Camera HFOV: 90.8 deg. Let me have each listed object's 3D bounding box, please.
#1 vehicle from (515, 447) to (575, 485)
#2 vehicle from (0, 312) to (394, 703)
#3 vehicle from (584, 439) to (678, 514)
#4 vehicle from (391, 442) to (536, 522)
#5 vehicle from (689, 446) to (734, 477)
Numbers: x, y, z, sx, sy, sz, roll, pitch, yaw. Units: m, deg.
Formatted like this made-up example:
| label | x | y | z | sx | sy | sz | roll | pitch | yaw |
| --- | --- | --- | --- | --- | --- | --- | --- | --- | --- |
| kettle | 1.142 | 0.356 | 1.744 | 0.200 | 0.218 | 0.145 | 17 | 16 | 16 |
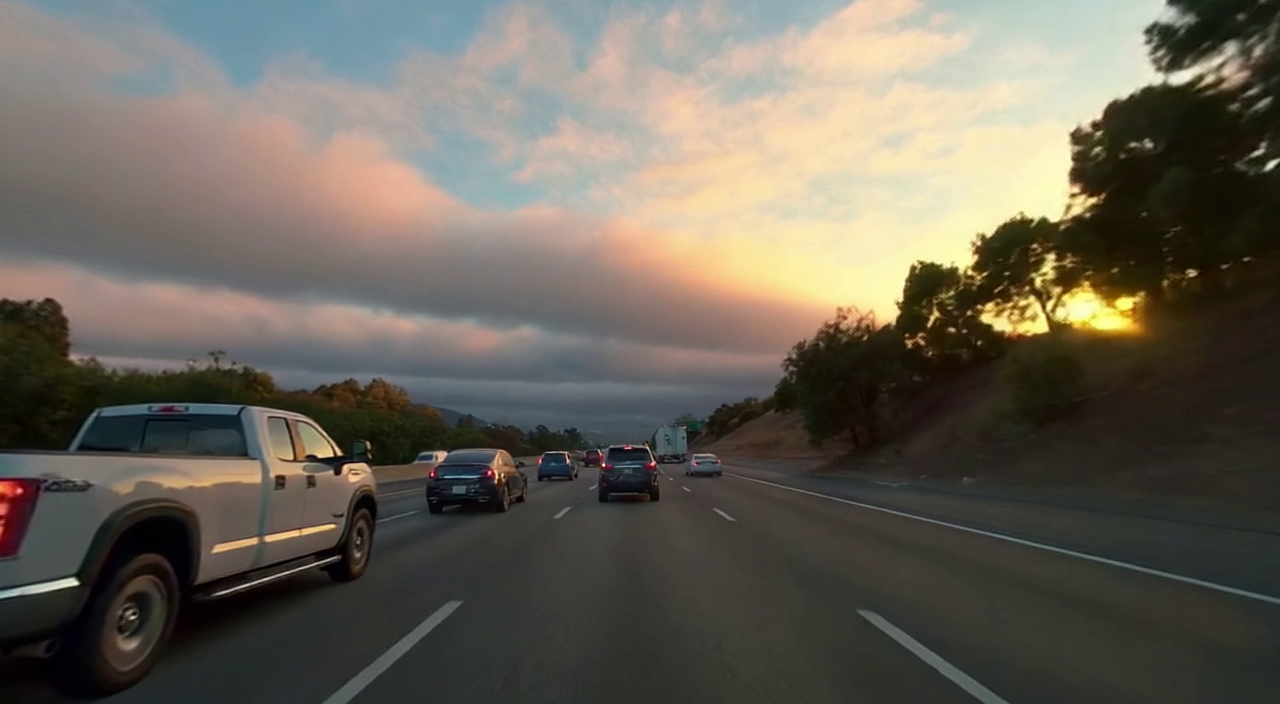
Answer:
| label | x | y | z | sx | sy | sz | roll | pitch | yaw |
| --- | --- | --- | --- | --- | --- | --- | --- | --- | --- |
| vehicle | -3.965 | 4.846 | 27.054 | 1.999 | 1.484 | 4.269 | 0 | -9 | -1 |
| vehicle | -3.886 | 1.070 | 4.532 | 2.243 | 1.889 | 4.949 | 0 | -9 | 0 |
| vehicle | -0.207 | 2.922 | 15.200 | 1.996 | 1.574 | 3.426 | 0 | -9 | 0 |
| vehicle | -3.733 | 2.824 | 14.281 | 1.988 | 1.501 | 4.438 | 0 | -9 | 0 |
| vehicle | 3.716 | 5.772 | 33.388 | 1.858 | 1.537 | 3.838 | 0 | -9 | -2 |
